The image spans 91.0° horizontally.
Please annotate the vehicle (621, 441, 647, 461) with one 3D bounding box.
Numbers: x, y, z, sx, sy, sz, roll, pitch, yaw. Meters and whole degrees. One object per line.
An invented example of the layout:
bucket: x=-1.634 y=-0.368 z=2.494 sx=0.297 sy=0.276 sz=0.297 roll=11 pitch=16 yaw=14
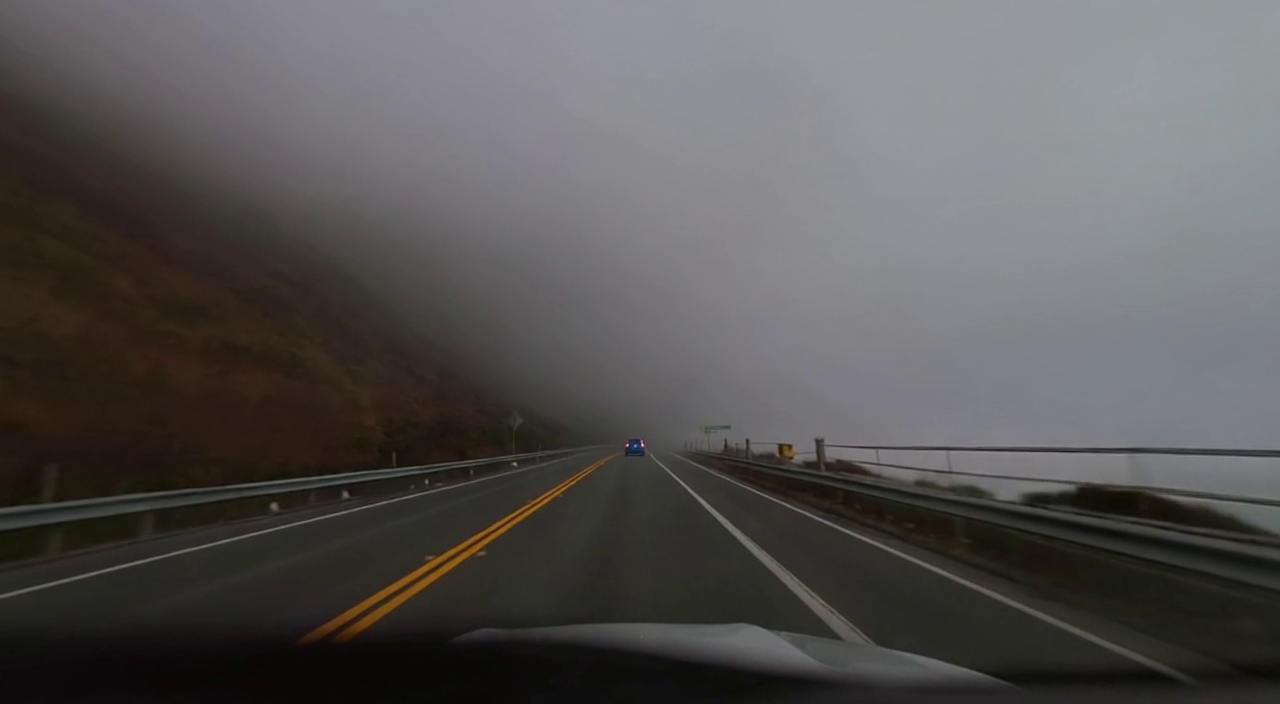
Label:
vehicle: x=-0.457 y=7.681 z=48.876 sx=1.912 sy=1.430 sz=3.811 roll=0 pitch=-8 yaw=-1
